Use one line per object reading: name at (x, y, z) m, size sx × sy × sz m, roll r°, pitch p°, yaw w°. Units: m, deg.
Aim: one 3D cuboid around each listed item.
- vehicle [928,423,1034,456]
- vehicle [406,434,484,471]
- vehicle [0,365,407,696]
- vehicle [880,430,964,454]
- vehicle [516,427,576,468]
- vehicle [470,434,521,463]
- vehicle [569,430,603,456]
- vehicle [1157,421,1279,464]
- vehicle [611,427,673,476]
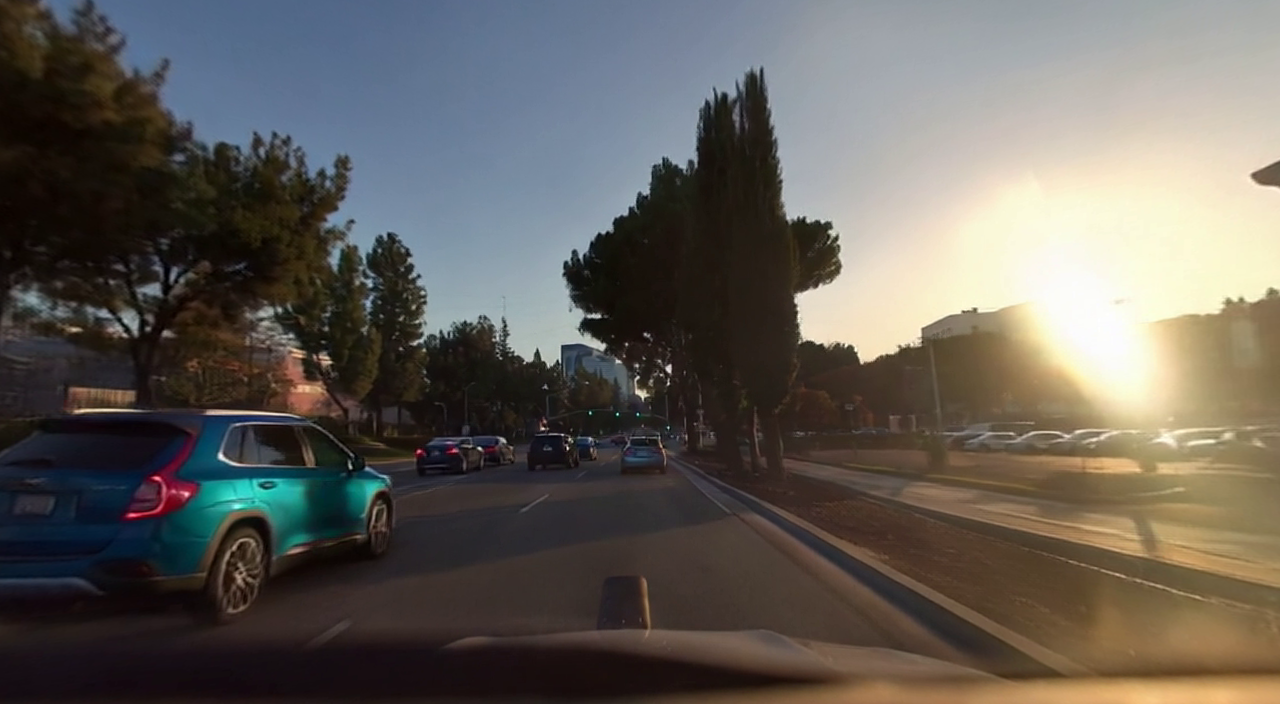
vehicle at (17.460, 4.520, 32.318) m, size 4.329 × 1.656 × 1.873 m, roll 0°, pitch -8°, yaw 2°
vehicle at (-8.156, 4.248, 26.711) m, size 1.926 × 1.463 × 4.450 m, roll 0°, pitch -8°, yaw -1°
vehicle at (-3.811, 1.184, 5.265) m, size 2.070 × 1.641 × 4.152 m, roll 0°, pitch -8°, yaw 0°
vehicle at (17.044, 5.498, 38.144) m, size 1.857 × 1.369 × 4.219 m, roll 6°, pitch -10°, yaw -34°
vehicle at (-4.285, 4.448, 29.320) m, size 2.113 × 1.713 × 4.422 m, roll 0°, pitch -8°, yaw 0°
vehicle at (-8.028, 5.391, 35.224) m, size 1.918 × 1.484 × 4.531 m, roll 0°, pitch -8°, yaw -2°
vehicle at (-3.844, 6.637, 45.772) m, size 2.047 × 1.810 × 4.414 m, roll 0°, pitch -8°, yaw 1°
vehicle at (27.629, 4.249, 29.623) m, size 4.524 × 1.597 × 2.102 m, roll -4°, pitch -6°, yaw -1°
vehicle at (0.073, 3.632, 23.053) m, size 2.042 × 1.641 × 4.187 m, roll 0°, pitch -8°, yaw 0°
